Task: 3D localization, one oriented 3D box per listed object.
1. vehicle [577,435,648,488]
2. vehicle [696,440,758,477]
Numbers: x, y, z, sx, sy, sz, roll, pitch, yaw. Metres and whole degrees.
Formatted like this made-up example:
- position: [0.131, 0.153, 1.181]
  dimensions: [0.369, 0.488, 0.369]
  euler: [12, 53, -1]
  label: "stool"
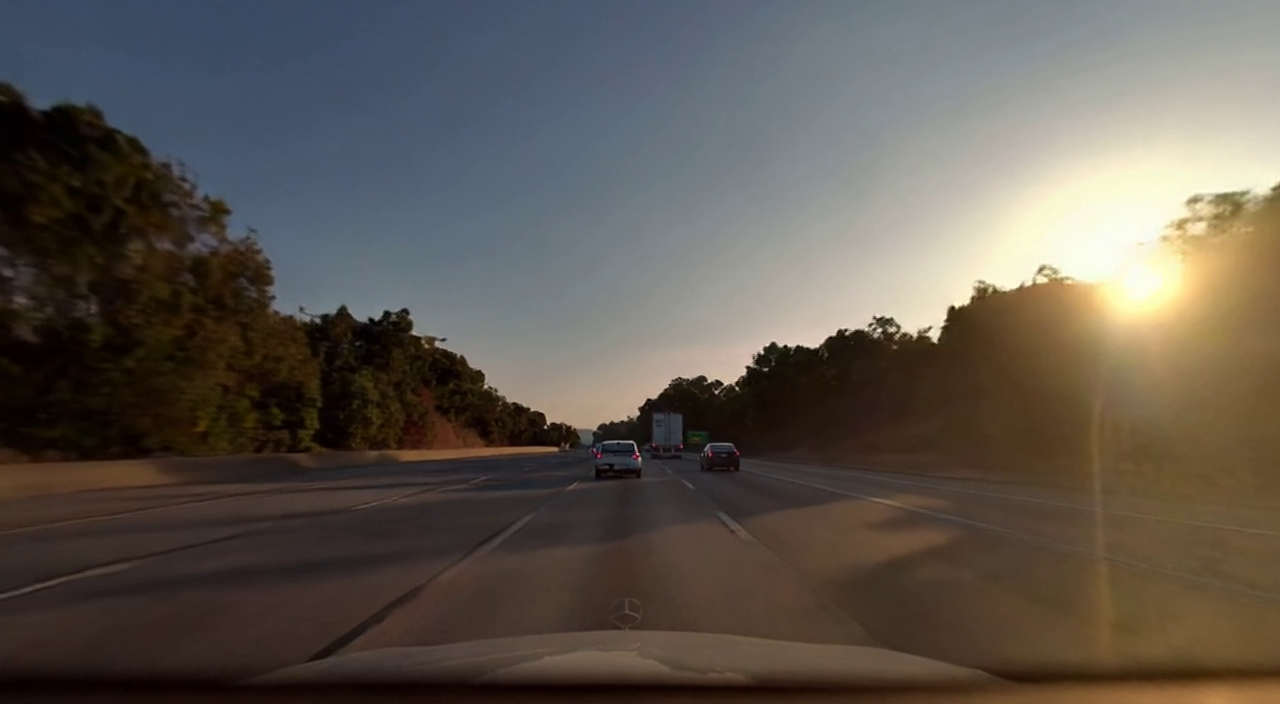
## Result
- position: [-0.778, 3.470, 20.245]
  dimensions: [2.020, 1.516, 3.951]
  euler: [0, -8, 1]
  label: "vehicle"
- position: [3.639, 4.525, 27.090]
  dimensions: [1.971, 1.472, 4.301]
  euler: [0, -8, -1]
  label: "vehicle"
